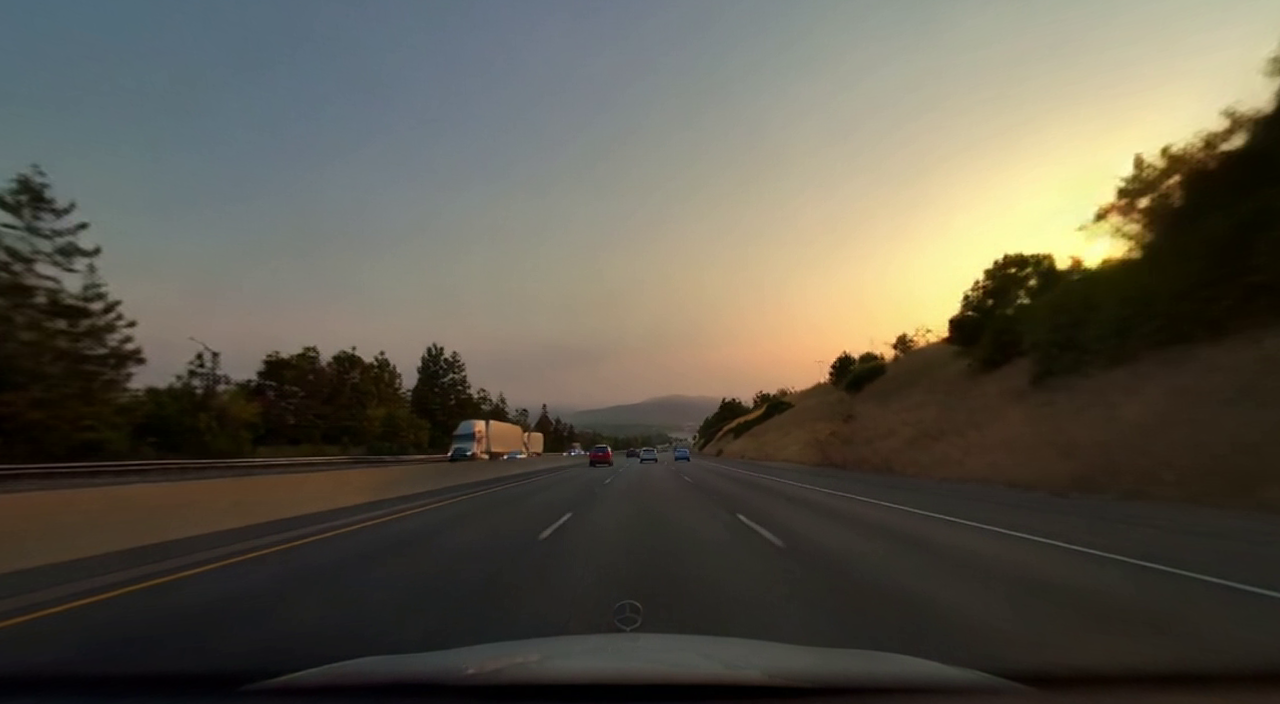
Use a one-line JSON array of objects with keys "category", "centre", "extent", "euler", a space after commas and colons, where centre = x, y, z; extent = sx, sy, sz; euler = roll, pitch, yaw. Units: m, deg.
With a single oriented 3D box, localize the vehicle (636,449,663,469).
[{"category": "vehicle", "centre": [0.743, 8.427, 49.750], "extent": [2.036, 1.519, 4.225], "euler": [0, -9, 1]}]
